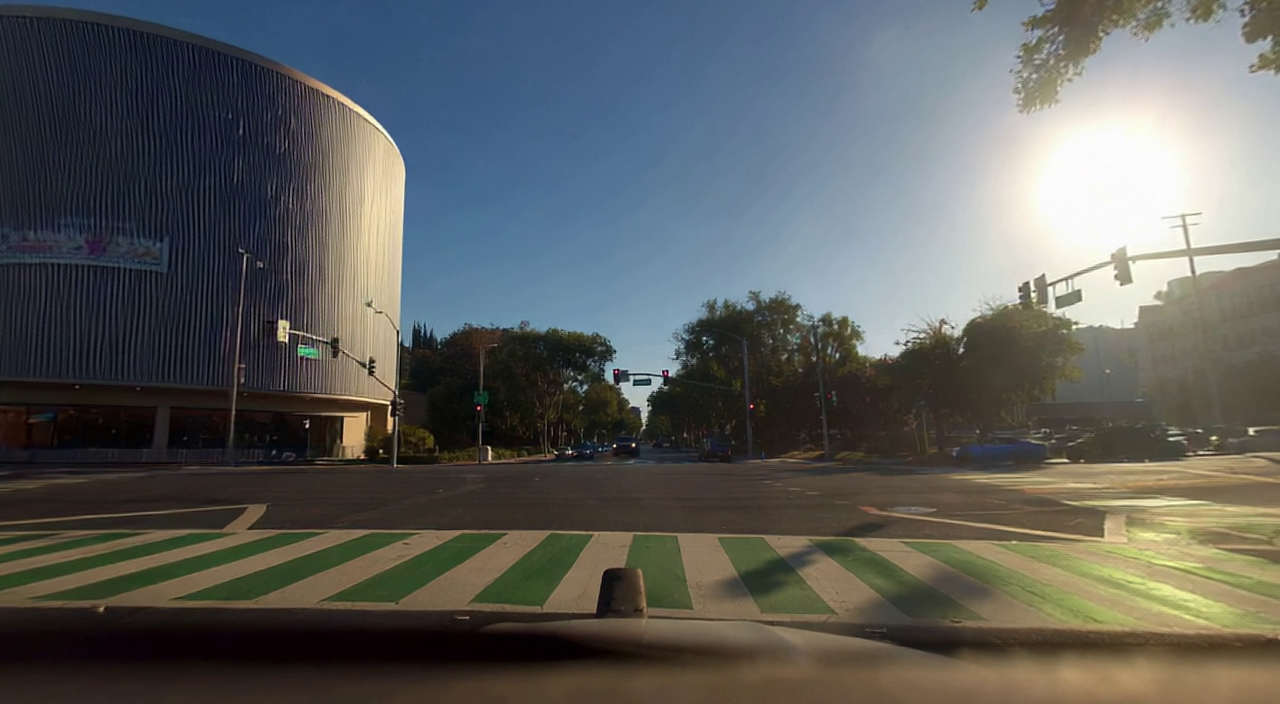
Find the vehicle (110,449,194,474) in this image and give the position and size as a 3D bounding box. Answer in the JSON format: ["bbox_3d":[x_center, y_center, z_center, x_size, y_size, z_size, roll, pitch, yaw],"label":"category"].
[{"bbox_3d":[-33.060,7.402,42.759,4.136,1.661,1.857,0,-8,1],"label":"vehicle"}]

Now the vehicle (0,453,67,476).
[{"bbox_3d":[-41.640,7.631,42.768,3.698,1.467,1.779,0,-8,1],"label":"vehicle"}]

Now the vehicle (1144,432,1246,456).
[{"bbox_3d":[36.190,6.016,41.186,4.767,1.456,1.858,-1,-8,3],"label":"vehicle"}]

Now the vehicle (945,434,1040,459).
[{"bbox_3d":[21.293,5.765,38.262,4.529,1.457,1.981,-1,-8,4],"label":"vehicle"}]
